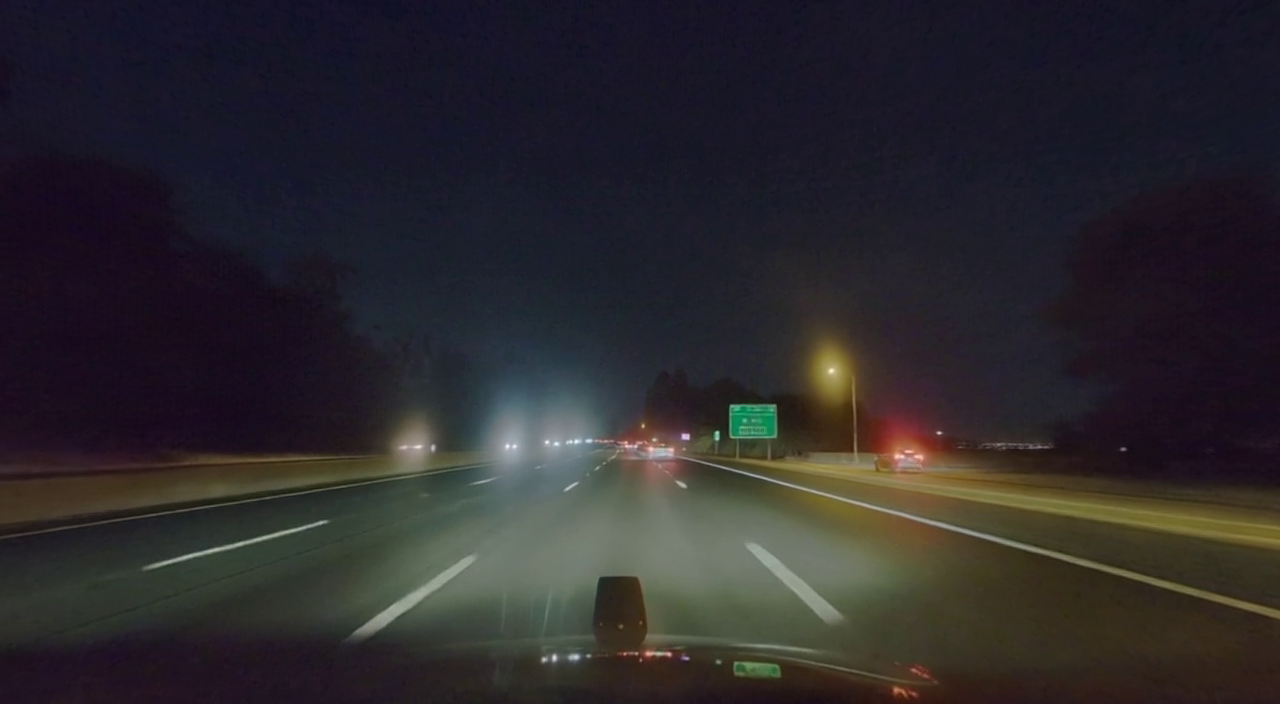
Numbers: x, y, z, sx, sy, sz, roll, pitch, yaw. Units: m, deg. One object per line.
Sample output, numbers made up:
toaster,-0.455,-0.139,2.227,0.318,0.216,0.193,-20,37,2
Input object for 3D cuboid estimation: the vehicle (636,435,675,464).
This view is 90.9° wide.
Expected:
vehicle,1.039,6.906,44.828,2.431,1.916,4.808,0,-8,-2
